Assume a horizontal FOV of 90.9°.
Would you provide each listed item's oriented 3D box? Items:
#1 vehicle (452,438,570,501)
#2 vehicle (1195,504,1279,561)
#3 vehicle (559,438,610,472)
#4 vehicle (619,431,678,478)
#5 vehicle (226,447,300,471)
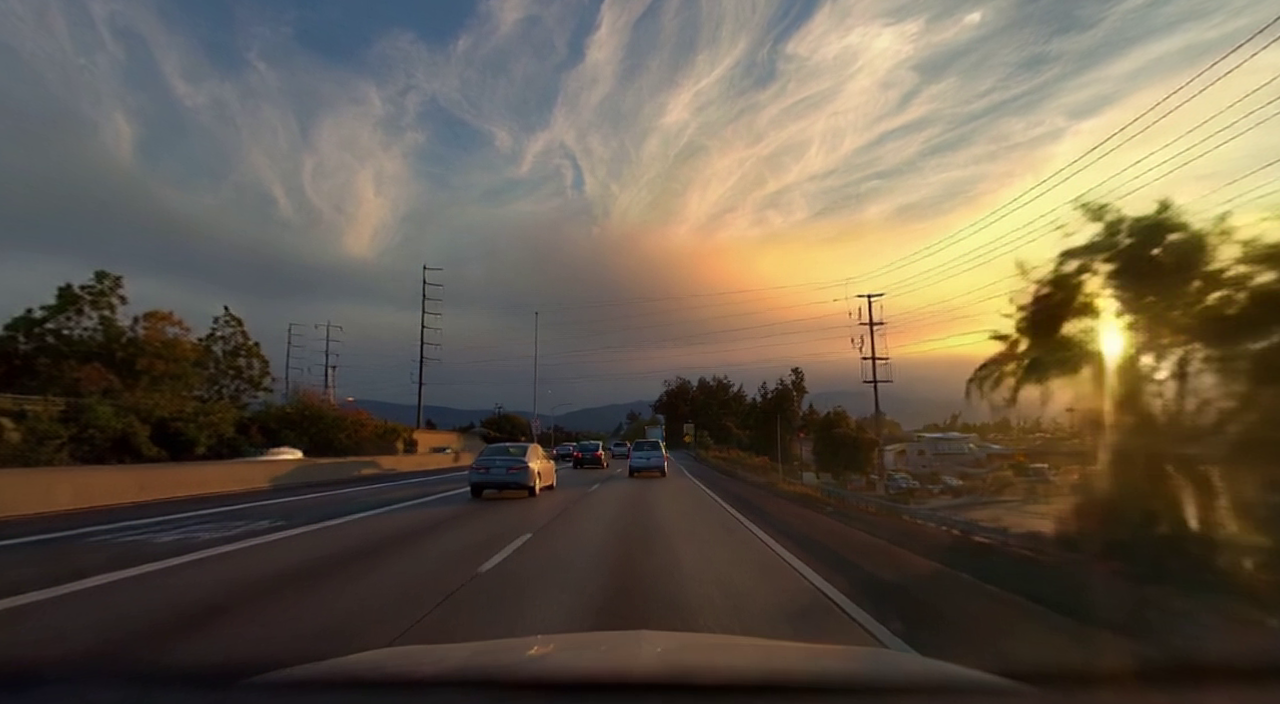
[{"bbox_3d":[-3.248,3.073,16.947,2.092,1.464,4.466,0,-9,2],"label":"vehicle"},{"bbox_3d":[30.813,8.887,31.287,2.164,2.048,5.656,-2,-8,11],"label":"vehicle"},{"bbox_3d":[-2.909,5.542,34.165,2.051,1.695,4.731,-1,-9,3],"label":"vehicle"},{"bbox_3d":[0.373,4.347,26.976,2.319,1.813,4.274,0,-9,1],"label":"vehicle"},{"bbox_3d":[-23.938,6.771,40.232,1.794,1.440,4.532,0,-9,2],"label":"vehicle"}]
